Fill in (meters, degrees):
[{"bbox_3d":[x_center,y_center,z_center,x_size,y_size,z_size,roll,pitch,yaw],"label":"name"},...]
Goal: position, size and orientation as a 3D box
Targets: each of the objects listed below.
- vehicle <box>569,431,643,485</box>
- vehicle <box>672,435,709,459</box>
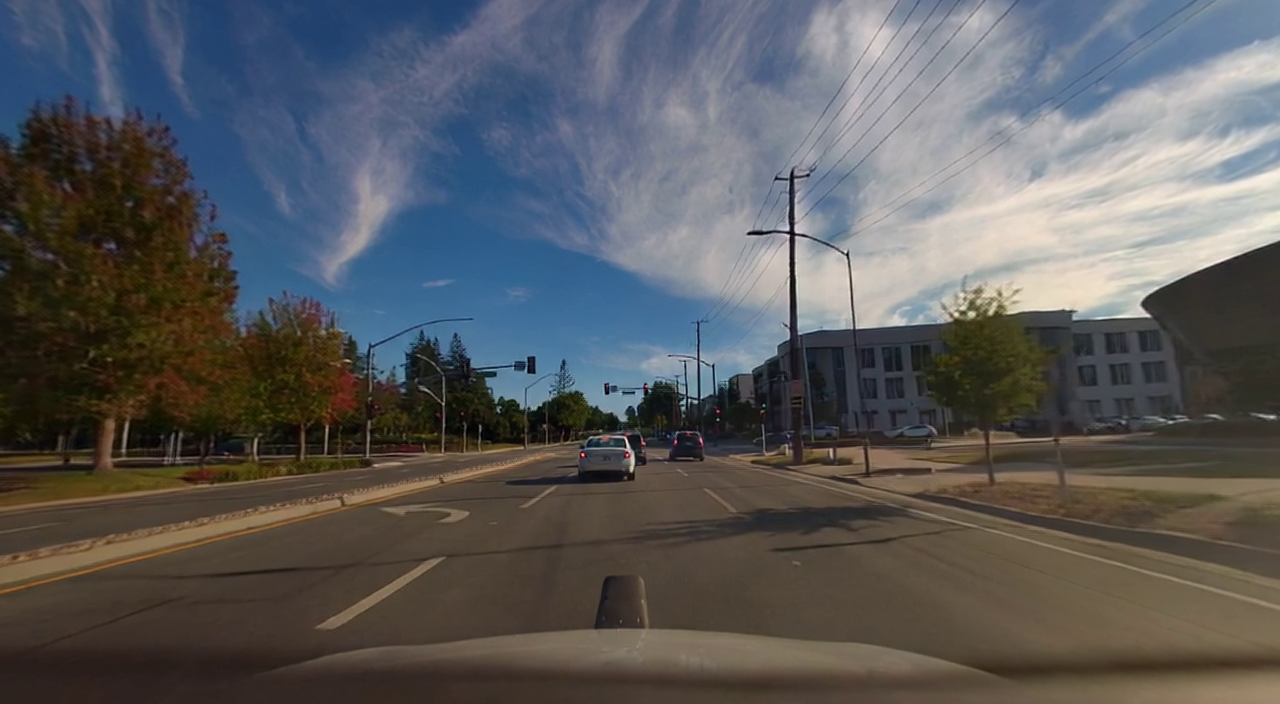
[{"bbox_3d":[-0.960,3.262,19.649,2.075,1.470,3.962,0,-8,0],"label":"vehicle"},{"bbox_3d":[3.314,6.388,42.478,1.945,1.470,4.363,0,-8,-2],"label":"vehicle"}]
